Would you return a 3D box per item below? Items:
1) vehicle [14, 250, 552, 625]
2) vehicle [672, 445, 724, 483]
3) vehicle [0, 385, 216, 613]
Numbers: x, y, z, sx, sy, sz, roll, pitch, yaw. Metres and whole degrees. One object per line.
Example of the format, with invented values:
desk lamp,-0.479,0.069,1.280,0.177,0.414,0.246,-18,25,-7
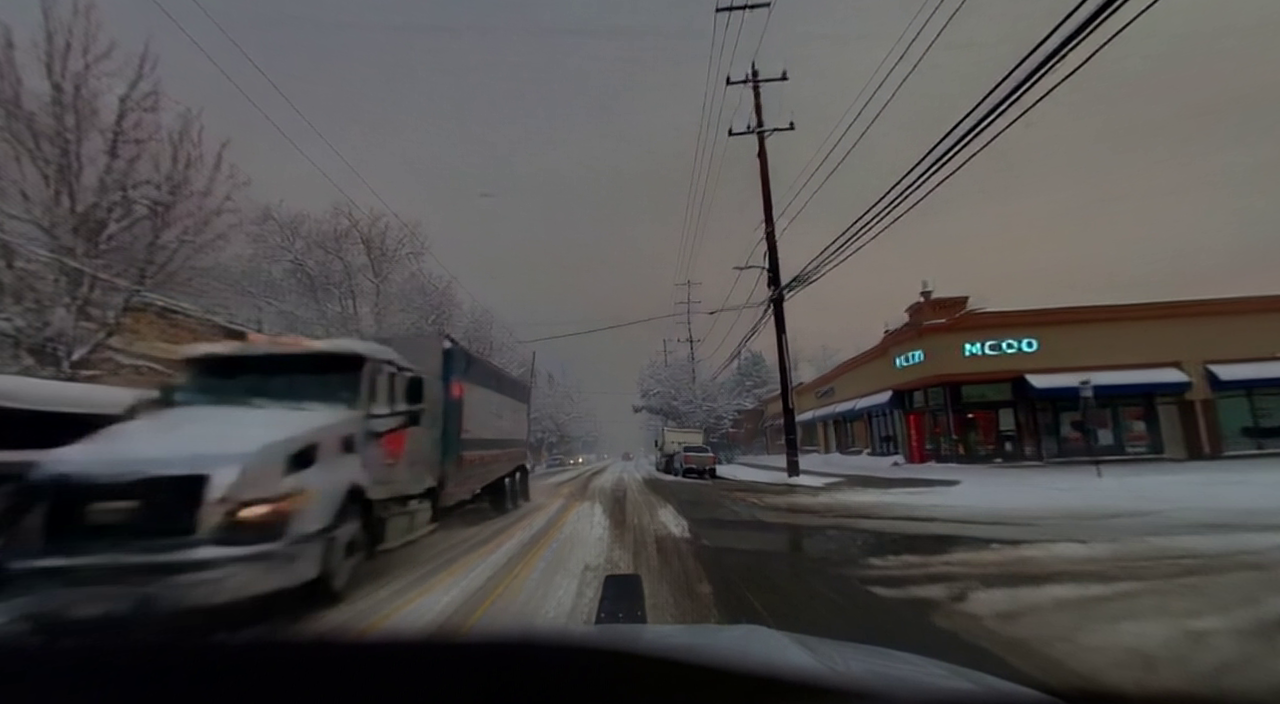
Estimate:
vehicle,-3.912,1.598,11.634,2.994,3.308,12.131,0,-9,-1
vehicle,2.929,5.797,33.020,2.097,1.784,4.915,0,-9,-2
vehicle,-8.054,1.469,6.139,2.737,2.345,7.210,0,-9,1
